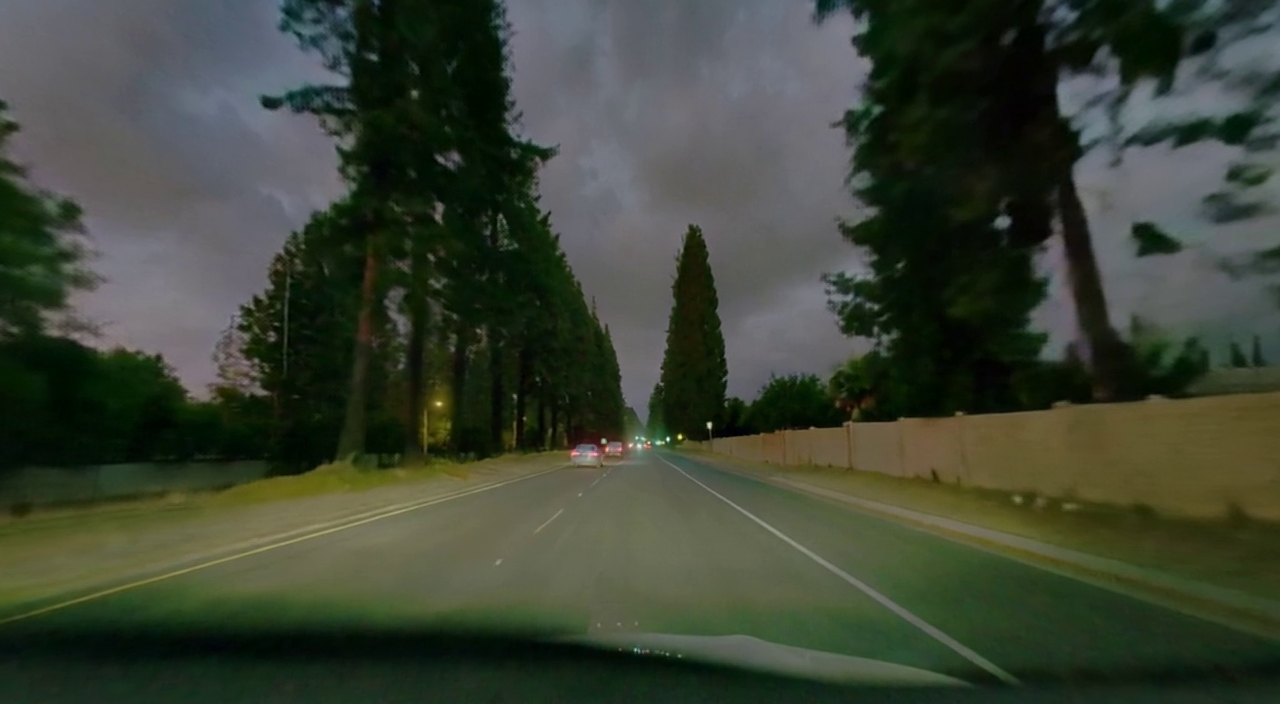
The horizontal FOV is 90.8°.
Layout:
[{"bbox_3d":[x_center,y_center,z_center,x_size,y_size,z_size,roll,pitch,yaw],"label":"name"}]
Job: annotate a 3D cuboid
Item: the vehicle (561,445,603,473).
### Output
[{"bbox_3d":[-3.140,5.867,34.796,1.870,1.431,4.317,0,-8,1],"label":"vehicle"}]
